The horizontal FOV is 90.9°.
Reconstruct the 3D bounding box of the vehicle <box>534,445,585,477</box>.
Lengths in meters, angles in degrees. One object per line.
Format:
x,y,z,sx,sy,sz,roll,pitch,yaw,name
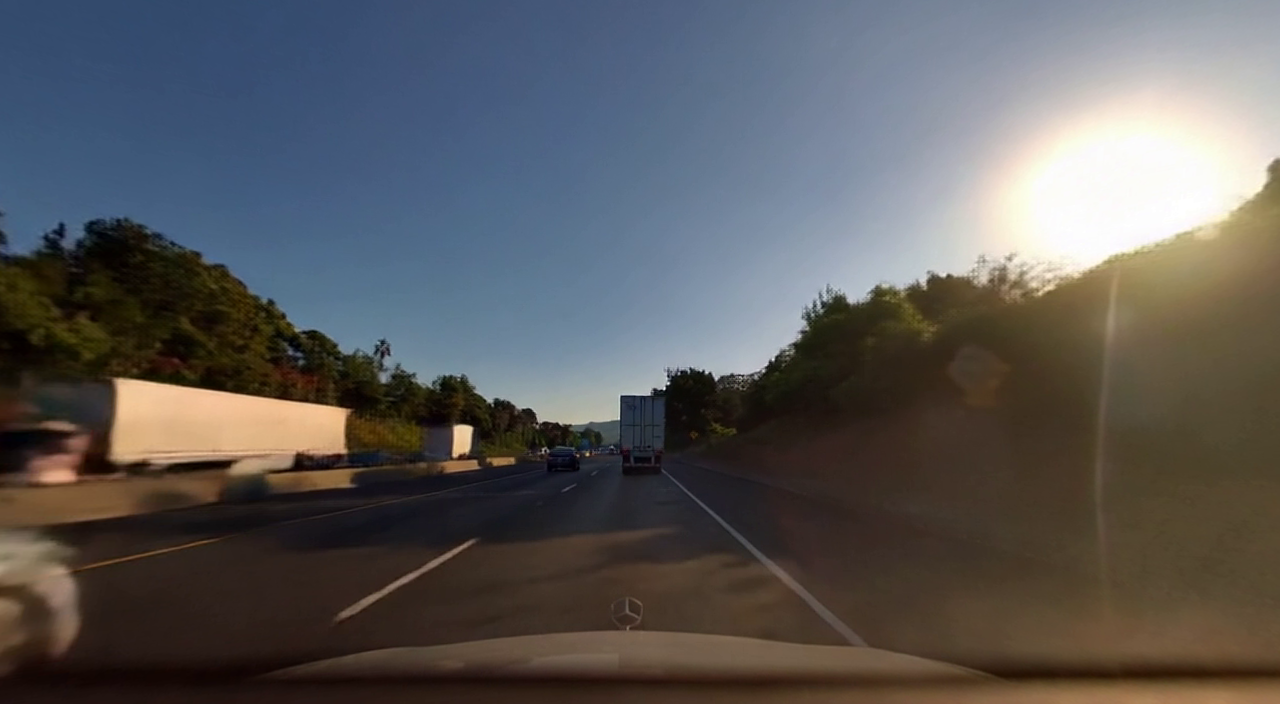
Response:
-4.165,5.735,33.427,2.074,1.546,4.946,0,-9,0,vehicle

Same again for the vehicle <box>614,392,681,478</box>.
0.238,4.451,32.960,2.959,3.828,9.617,0,-9,-1,vehicle

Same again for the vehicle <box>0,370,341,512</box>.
-17.995,3.880,26.504,2.912,4.071,16.625,0,-9,-1,vehicle

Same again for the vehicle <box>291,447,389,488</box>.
-13.410,5.175,28.537,2.224,1.691,4.519,0,-9,0,vehicle
